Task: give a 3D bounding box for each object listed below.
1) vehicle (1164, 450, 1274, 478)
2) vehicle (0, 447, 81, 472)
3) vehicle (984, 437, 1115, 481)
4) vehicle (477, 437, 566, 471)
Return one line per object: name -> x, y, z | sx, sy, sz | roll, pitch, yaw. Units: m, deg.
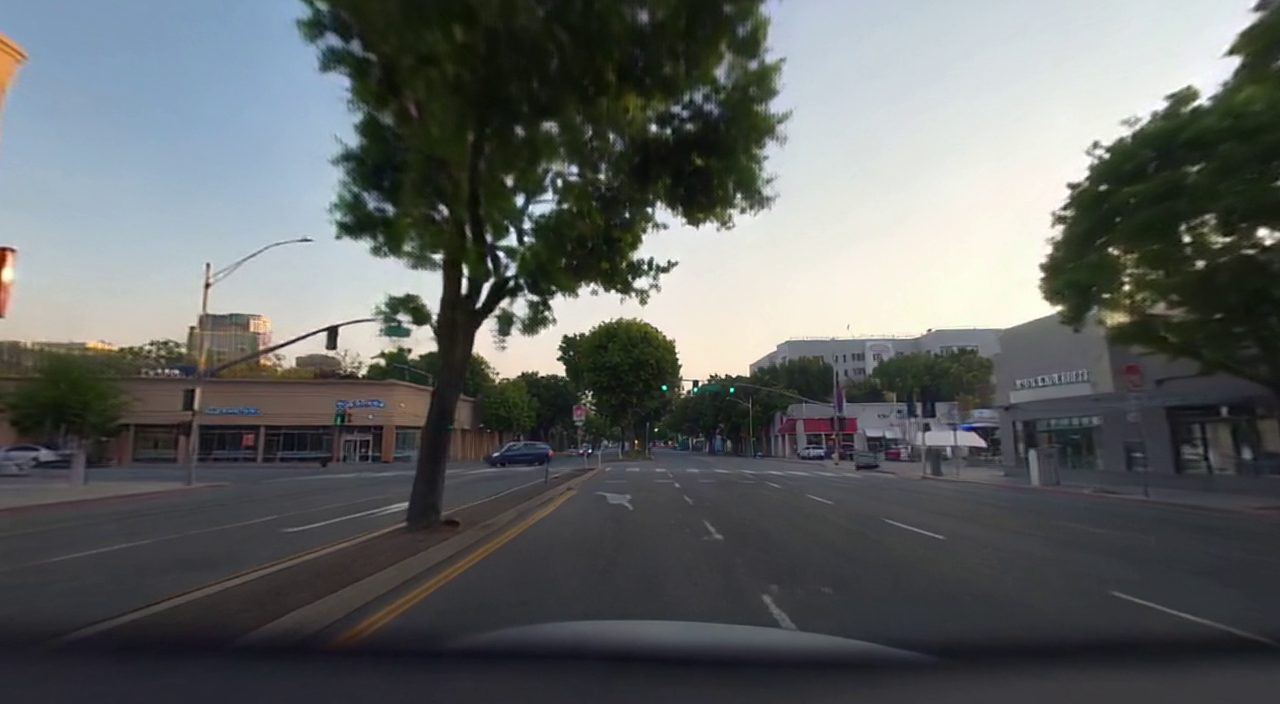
vehicle -> 36.424, 7.021, 39.905 | 1.868, 1.566, 4.647 | 5, -10, -29
vehicle -> -44.311, 7.892, 46.542 | 4.275, 1.724, 1.979 | 0, -9, 0
vehicle -> 22.703, 5.931, 35.323 | 2.195, 2.201, 5.616 | 5, -10, -28
vehicle -> -6.305, 5.481, 33.986 | 4.408, 1.728, 2.010 | 0, -8, 0
